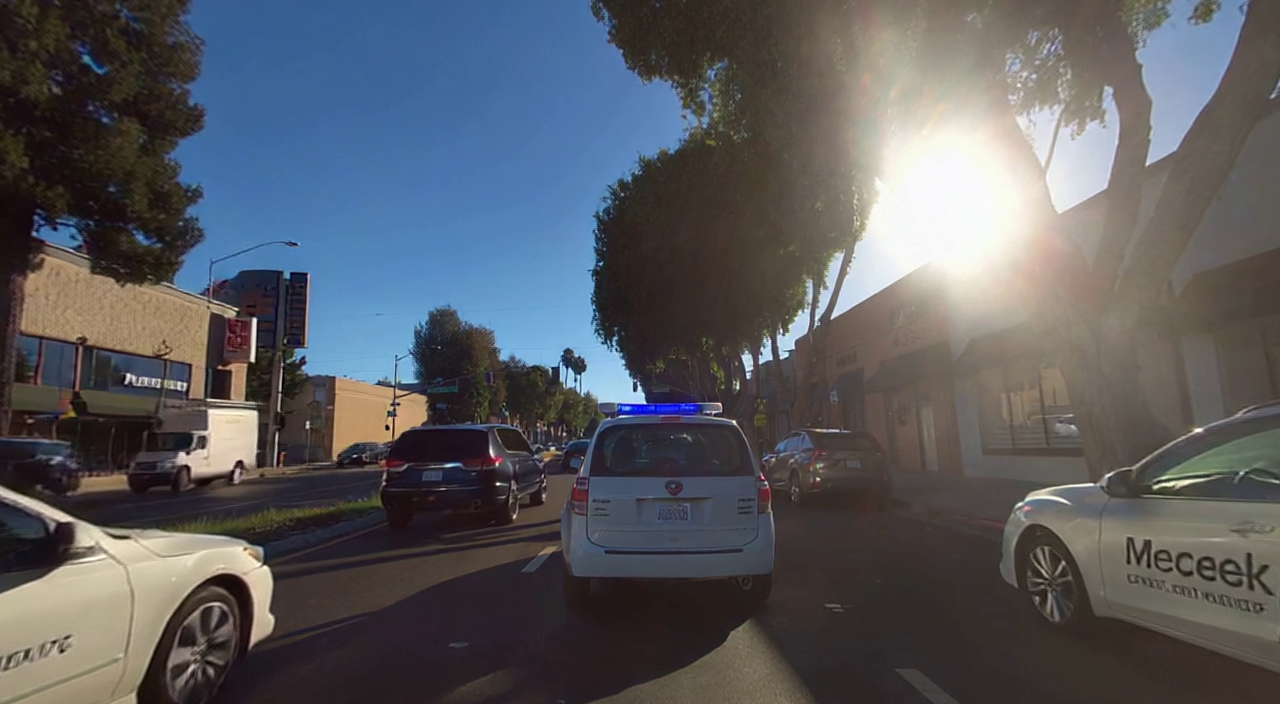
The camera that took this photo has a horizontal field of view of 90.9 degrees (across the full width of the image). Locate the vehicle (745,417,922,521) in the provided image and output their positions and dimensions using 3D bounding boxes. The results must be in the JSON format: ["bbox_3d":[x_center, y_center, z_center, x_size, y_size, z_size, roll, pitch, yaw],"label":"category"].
[{"bbox_3d":[4.048,2.584,14.540,2.038,1.865,5.786,1,-8,-2],"label":"vehicle"}]

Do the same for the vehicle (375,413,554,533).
[{"bbox_3d":[-2.999,2.186,11.958,2.135,1.806,4.514,0,-8,-1],"label":"vehicle"}]

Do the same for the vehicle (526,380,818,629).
[{"bbox_3d":[0.211,1.385,6.593,2.075,1.770,4.018,0,-8,0],"label":"vehicle"}]

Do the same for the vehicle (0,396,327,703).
[{"bbox_3d":[-2.942,0.862,1.834,1.908,1.474,4.257,0,-8,-1],"label":"vehicle"}]

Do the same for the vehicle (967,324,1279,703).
[{"bbox_3d":[4.008,0.906,3.243,1.987,1.877,5.330,3,-8,2],"label":"vehicle"}]
